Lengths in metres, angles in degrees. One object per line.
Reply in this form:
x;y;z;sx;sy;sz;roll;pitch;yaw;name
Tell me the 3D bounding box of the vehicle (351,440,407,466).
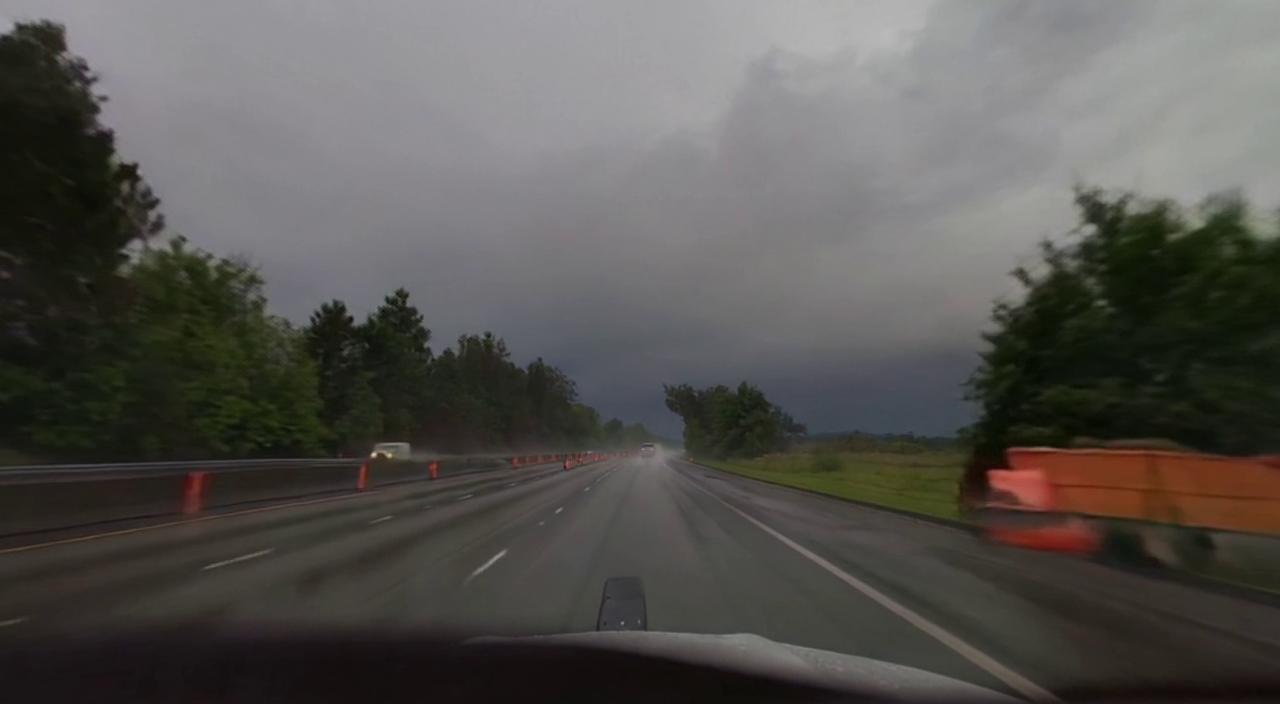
-20.354;7.937;49.449;2.098;1.880;5.117;0;-9;1;vehicle
